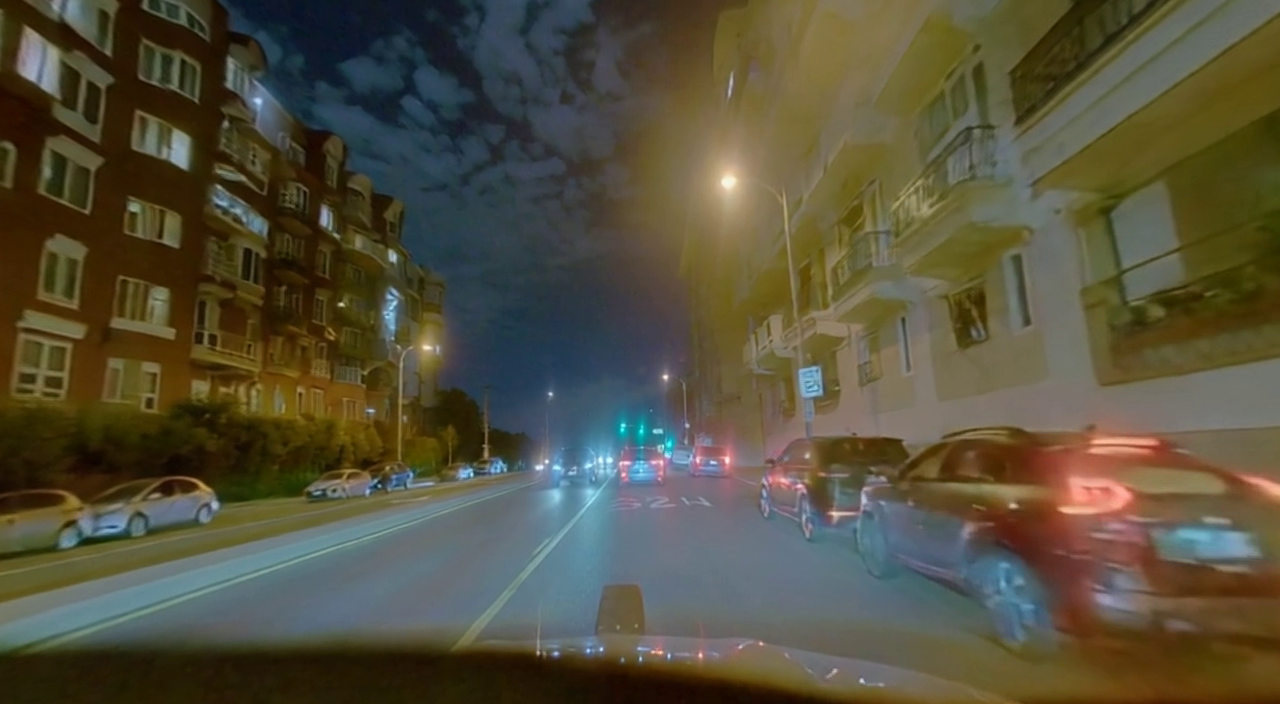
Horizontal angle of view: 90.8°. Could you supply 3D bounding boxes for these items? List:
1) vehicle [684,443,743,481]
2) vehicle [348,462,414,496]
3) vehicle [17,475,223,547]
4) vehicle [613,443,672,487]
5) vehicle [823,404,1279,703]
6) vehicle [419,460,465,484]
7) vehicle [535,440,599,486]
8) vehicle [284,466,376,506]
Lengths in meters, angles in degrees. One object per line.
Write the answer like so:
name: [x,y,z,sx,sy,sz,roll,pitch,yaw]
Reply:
vehicle: [3.179,4.883,28.414,2.077,1.532,4.694,0,-9,0]
vehicle: [-13.672,6.694,33.600,1.839,1.594,4.055,0,-9,-1]
vehicle: [-13.689,4.177,17.054,1.837,1.470,4.263,0,-9,1]
vehicle: [0.102,4.226,23.844,2.026,1.496,3.701,0,-9,0]
vehicle: [3.108,1.384,5.423,1.828,1.565,4.392,0,-9,1]
vehicle: [-13.735,8.327,44.021,1.844,1.499,4.421,0,-9,-1]
vehicle: [-2.915,4.559,26.238,2.065,1.705,4.353,0,-9,1]
vehicle: [-13.715,5.926,28.278,1.907,1.480,4.498,0,-9,-1]
